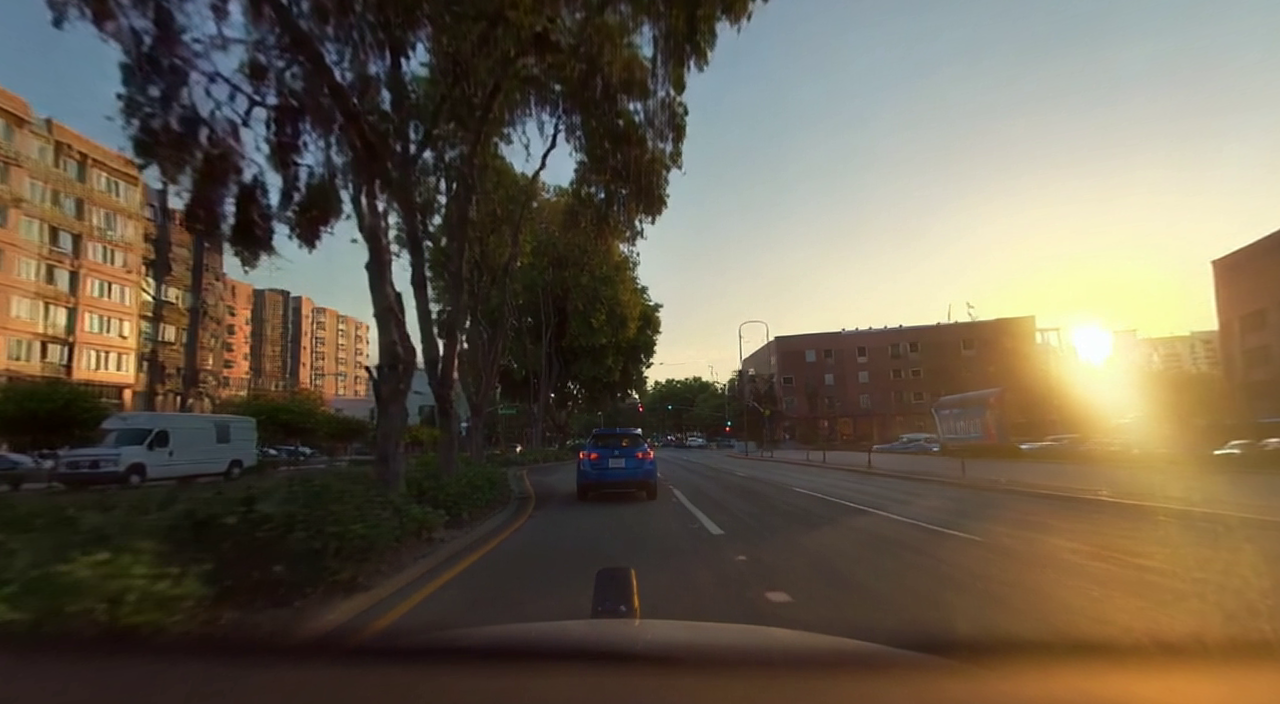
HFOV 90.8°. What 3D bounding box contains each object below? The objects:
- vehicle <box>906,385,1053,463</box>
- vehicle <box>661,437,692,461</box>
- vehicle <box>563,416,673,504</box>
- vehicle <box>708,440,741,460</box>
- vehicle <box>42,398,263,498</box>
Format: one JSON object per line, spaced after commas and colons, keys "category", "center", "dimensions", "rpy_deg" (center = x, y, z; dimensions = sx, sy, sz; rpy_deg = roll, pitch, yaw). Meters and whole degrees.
{"category": "vehicle", "center": [18.279, 4.119, 35.003], "dimensions": [3.269, 3.755, 8.862], "rpy_deg": [0, -9, 1]}
{"category": "vehicle", "center": [2.560, 6.938, 45.215], "dimensions": [1.929, 1.590, 4.287], "rpy_deg": [0, -9, -1]}
{"category": "vehicle", "center": [-0.516, 2.551, 15.225], "dimensions": [2.277, 1.816, 4.192], "rpy_deg": [0, -9, -2]}
{"category": "vehicle", "center": [6.151, 7.216, 46.582], "dimensions": [1.777, 1.443, 3.942], "rpy_deg": [0, -9, -2]}
{"category": "vehicle", "center": [-19.131, 3.882, 25.723], "dimensions": [2.811, 3.399, 7.898], "rpy_deg": [0, -9, -2]}
